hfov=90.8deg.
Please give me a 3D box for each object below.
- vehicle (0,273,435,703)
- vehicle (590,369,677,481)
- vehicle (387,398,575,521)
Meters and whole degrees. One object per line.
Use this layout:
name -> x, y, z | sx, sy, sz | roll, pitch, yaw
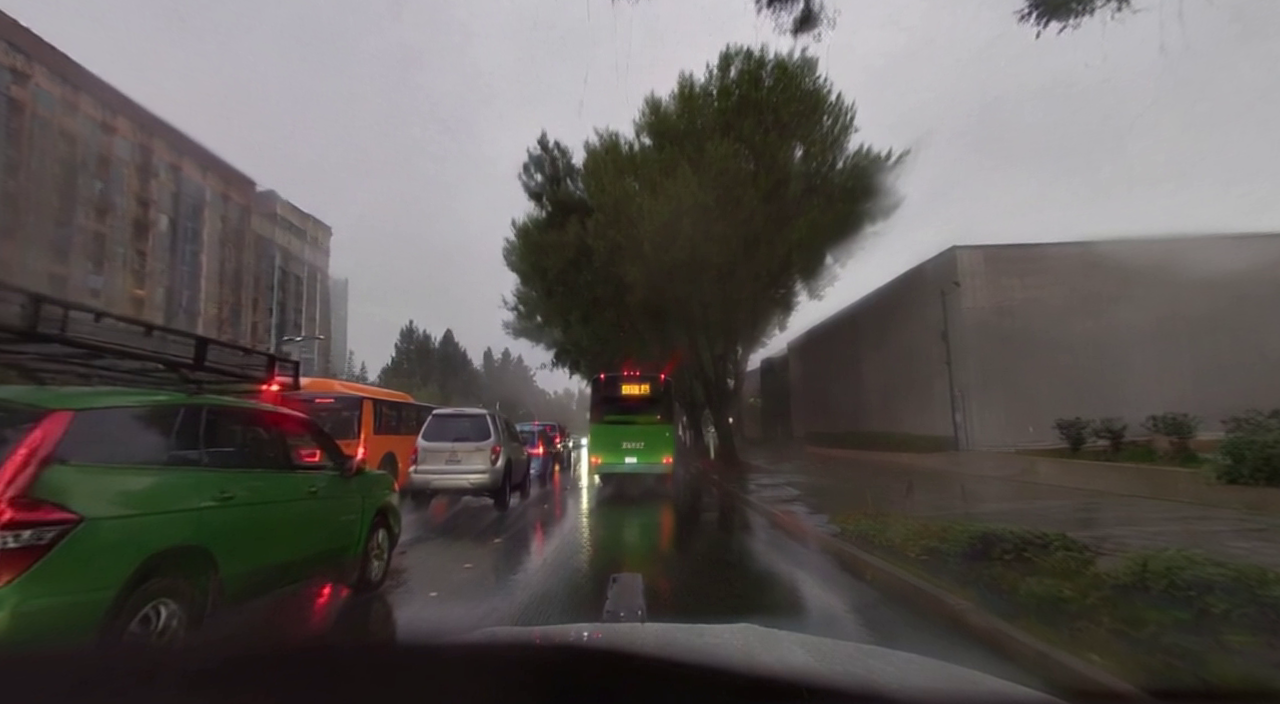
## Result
vehicle -> -3.396, 1.009, 4.562 | 2.095, 1.892, 5.043 | 0, -9, 0
vehicle -> -0.244, 3.423, 28.010 | 2.970, 3.857, 12.200 | 0, -9, 0
vehicle -> -3.079, 2.320, 14.028 | 2.546, 2.125, 5.869 | 0, -9, 1
